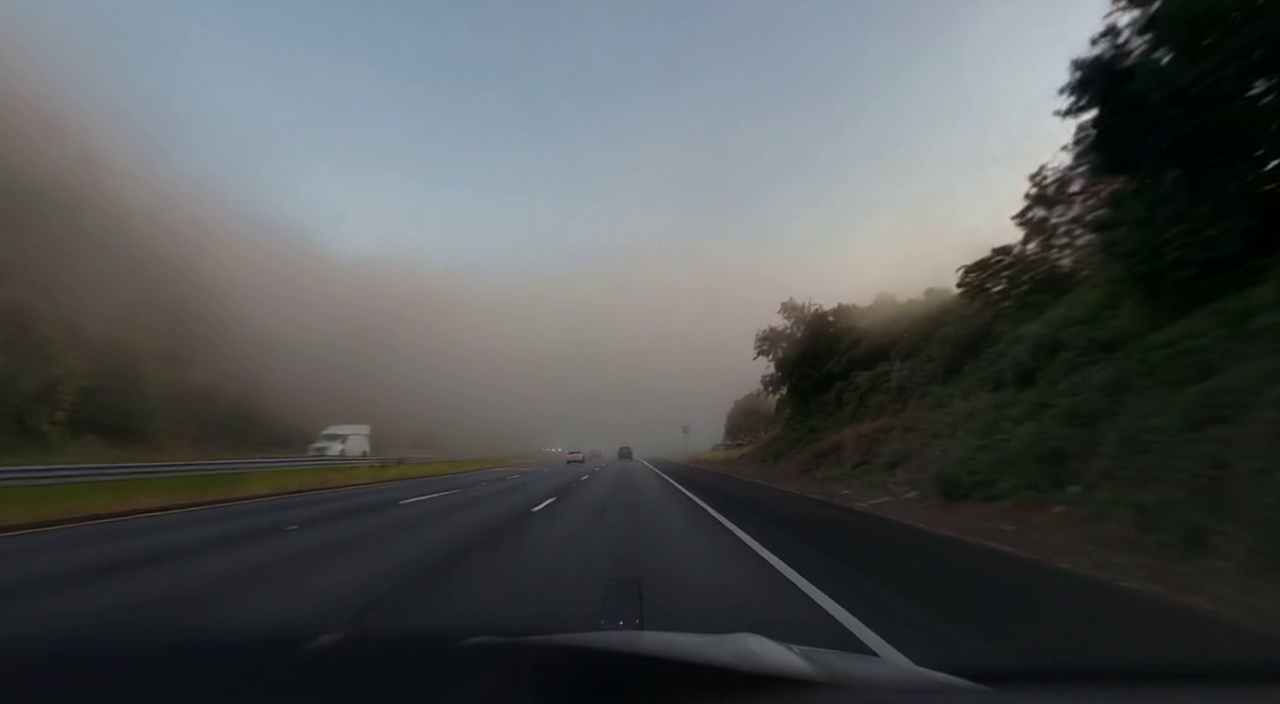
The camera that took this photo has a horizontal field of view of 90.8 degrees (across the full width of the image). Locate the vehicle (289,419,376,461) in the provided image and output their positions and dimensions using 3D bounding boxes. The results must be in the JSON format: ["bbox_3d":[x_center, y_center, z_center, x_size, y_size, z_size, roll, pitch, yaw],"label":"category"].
[{"bbox_3d":[-20.401,5.954,42.356,2.611,2.525,6.488,0,-9,-1],"label":"vehicle"}]
